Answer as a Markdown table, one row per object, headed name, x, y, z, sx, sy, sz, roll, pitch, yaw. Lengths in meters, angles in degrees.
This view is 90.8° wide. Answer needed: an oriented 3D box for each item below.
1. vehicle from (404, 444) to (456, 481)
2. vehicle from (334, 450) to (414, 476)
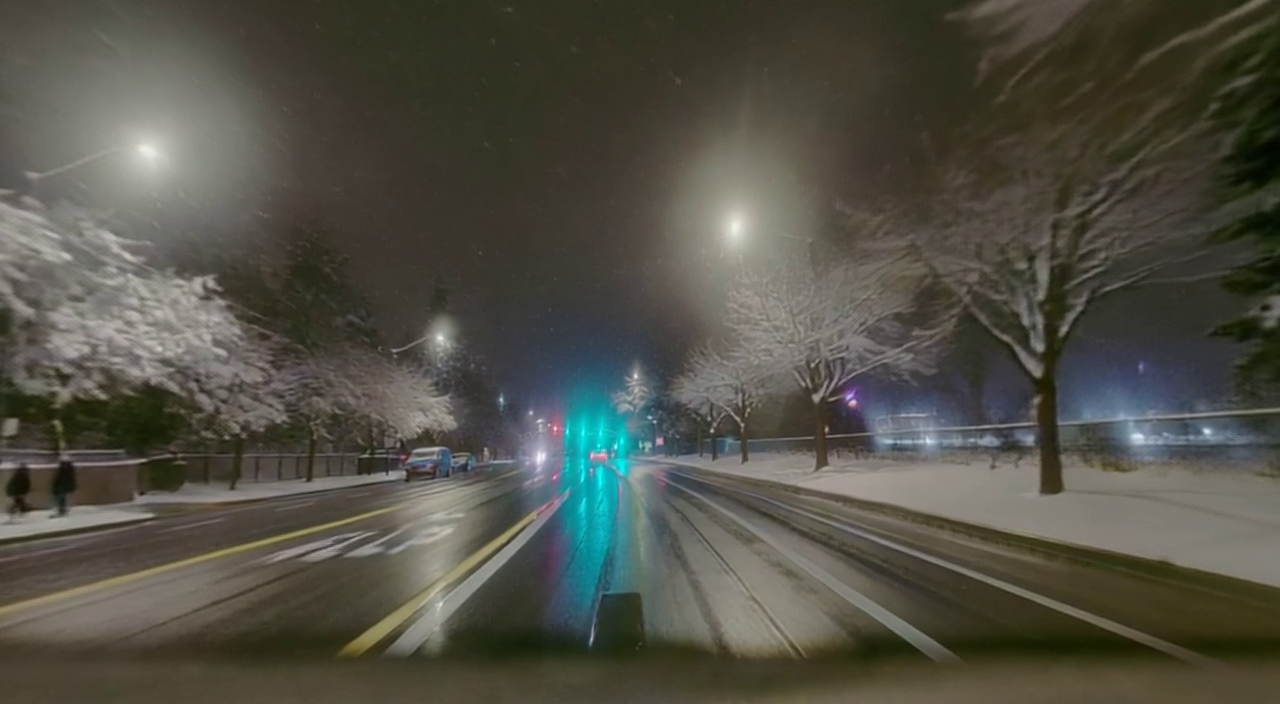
| name | x | y | z | sx | sy | sz | roll | pitch | yaw |
| --- | --- | --- | --- | --- | --- | --- | --- | --- | --- |
| vehicle | -14.413 | 7.577 | 43.659 | 2.314 | 2.144 | 5.403 | -3 | -7 | -7 |
| vehicle | -20.792 | 8.663 | 49.503 | 5.168 | 1.886 | 2.283 | 0 | -8 | 0 |
